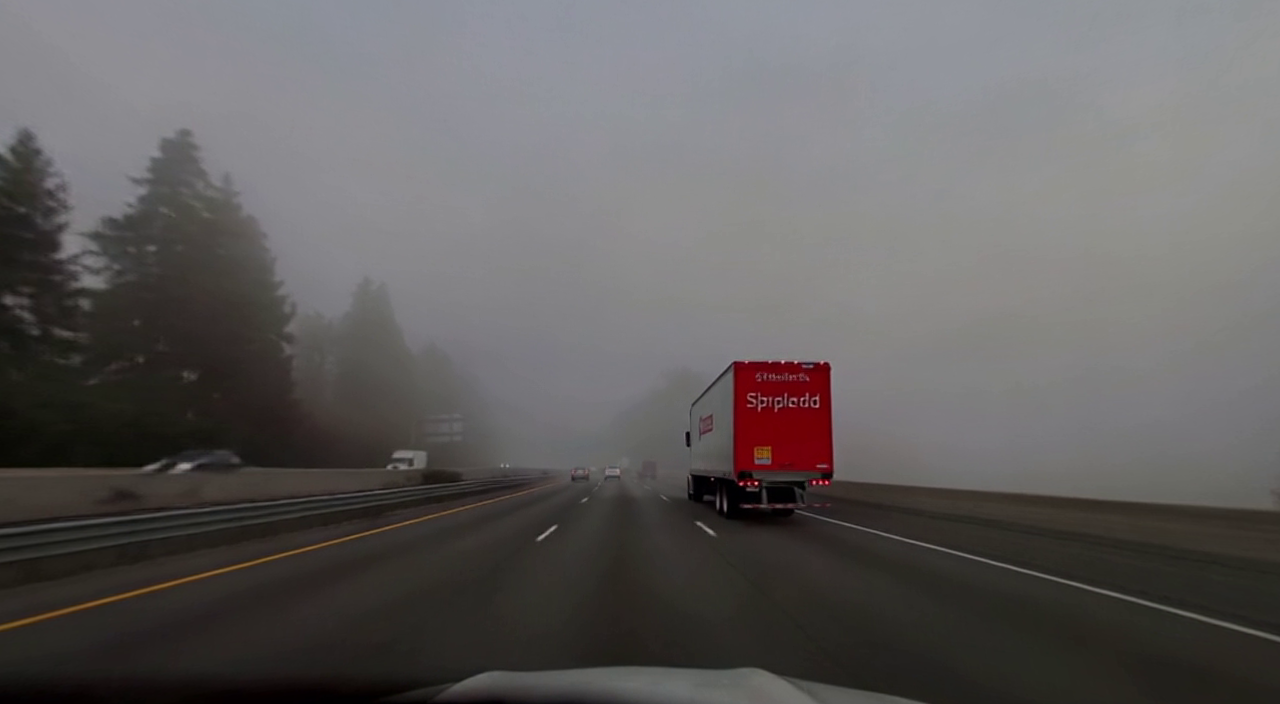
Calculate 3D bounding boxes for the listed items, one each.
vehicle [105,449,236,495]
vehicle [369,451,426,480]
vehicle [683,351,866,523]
[{"bbox_3d":[-17.132,4.420,23.258,1.882,1.505,3.868,1,-11,-2],"label":"vehicle"},{"bbox_3d":[-18.012,8.490,47.097,2.079,1.951,6.068,1,-11,-3],"label":"vehicle"},{"bbox_3d":[3.871,3.398,22.952,2.992,4.300,13.967,1,-11,-2],"label":"vehicle"}]
